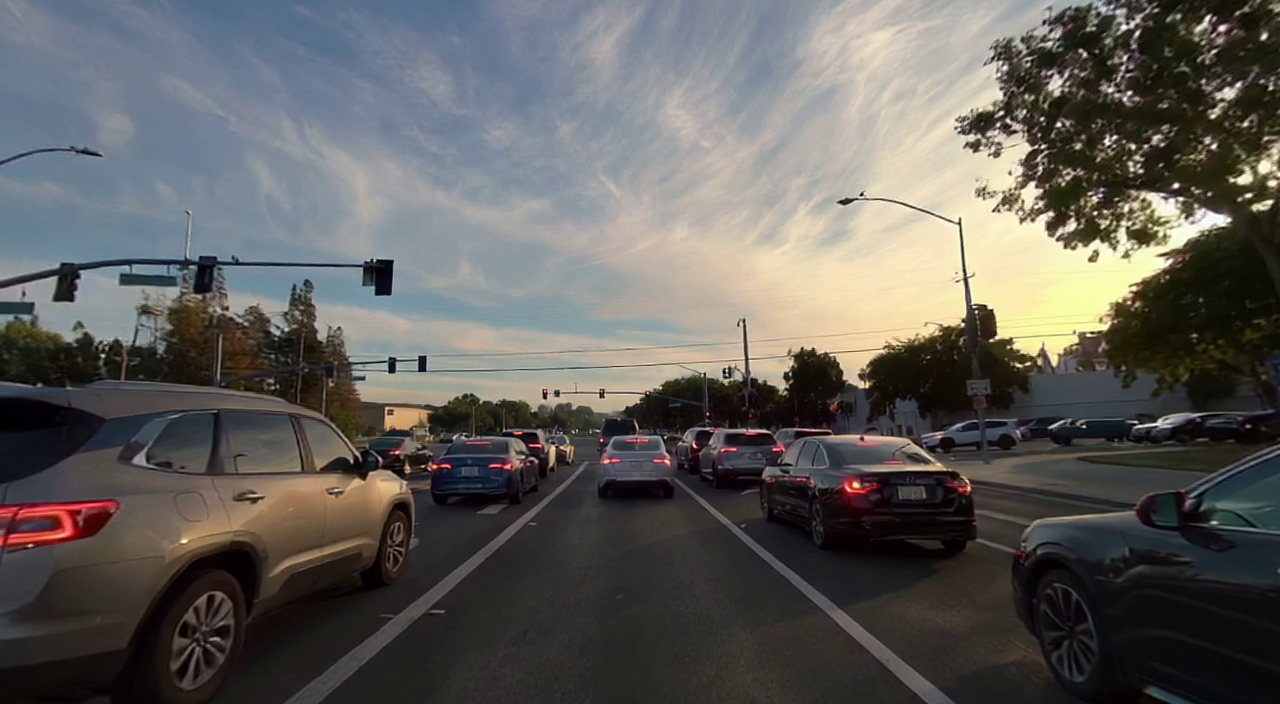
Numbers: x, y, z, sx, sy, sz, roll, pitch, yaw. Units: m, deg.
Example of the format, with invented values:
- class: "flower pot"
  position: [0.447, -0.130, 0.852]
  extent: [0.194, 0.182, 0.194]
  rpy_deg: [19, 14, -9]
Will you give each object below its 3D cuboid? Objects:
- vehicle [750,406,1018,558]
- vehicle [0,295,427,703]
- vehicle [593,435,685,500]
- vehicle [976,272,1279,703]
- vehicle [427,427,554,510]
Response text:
- class: "vehicle"
  position: [3.129, 1.771, 9.311]
  extent: [2.074, 1.685, 4.387]
  rpy_deg: [0, -8, -2]
- class: "vehicle"
  position: [-3.227, 1.012, 4.209]
  extent: [2.079, 1.756, 4.676]
  rpy_deg: [0, -8, -2]
- class: "vehicle"
  position: [-0.088, 2.866, 16.024]
  extent: [2.076, 1.438, 3.770]
  rpy_deg: [0, -8, -2]
- class: "vehicle"
  position: [3.344, 0.561, 1.672]
  extent: [2.111, 1.839, 4.857]
  rpy_deg: [0, -8, -1]
- class: "vehicle"
  position: [-3.135, 2.531, 14.128]
  extent: [1.896, 1.546, 4.378]
  rpy_deg: [0, -8, -2]
